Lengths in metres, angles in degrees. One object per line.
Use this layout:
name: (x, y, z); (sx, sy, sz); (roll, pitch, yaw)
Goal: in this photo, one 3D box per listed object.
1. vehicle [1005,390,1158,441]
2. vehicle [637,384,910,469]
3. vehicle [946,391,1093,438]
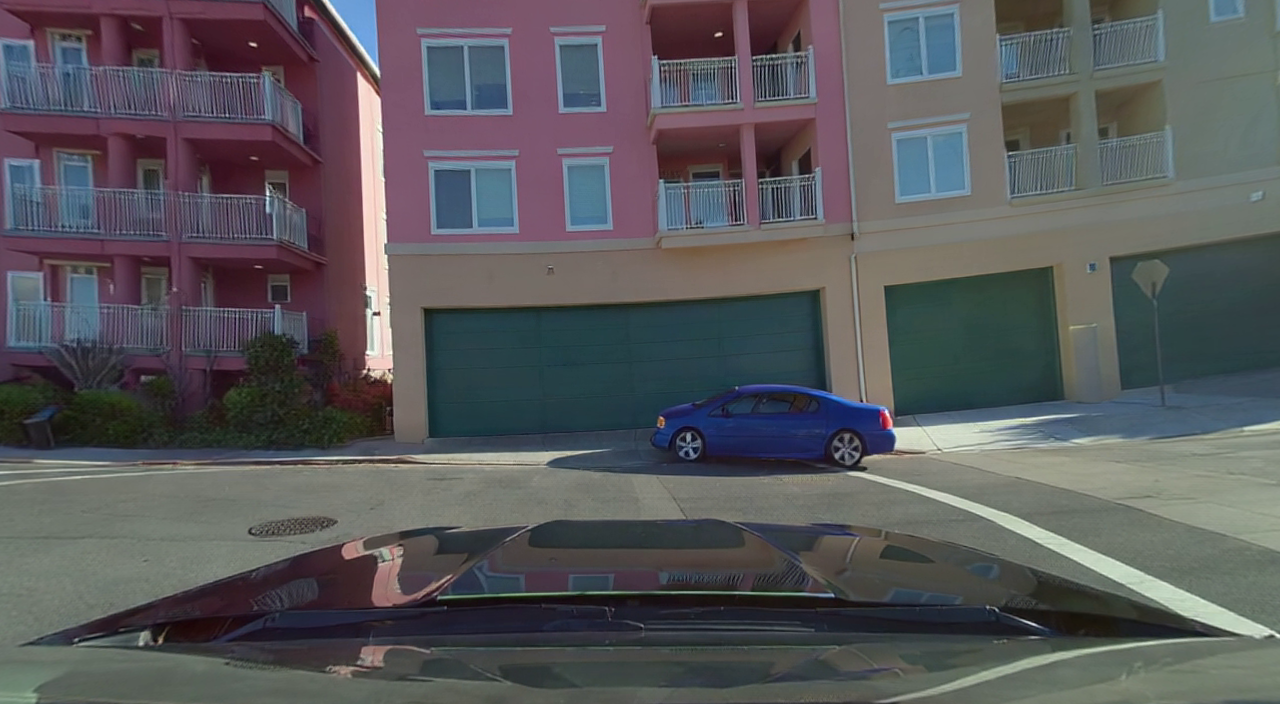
vehicle: (15.841, 2.322, 22.781); (3.905, 1.475, 2.057); (-4, -7, -3)
vehicle: (2.296, 1.415, 11.834); (4.697, 1.444, 1.825); (0, -8, -1)
vehicle: (15.047, 2.542, 25.239); (4.438, 1.776, 2.182); (0, -8, 0)
